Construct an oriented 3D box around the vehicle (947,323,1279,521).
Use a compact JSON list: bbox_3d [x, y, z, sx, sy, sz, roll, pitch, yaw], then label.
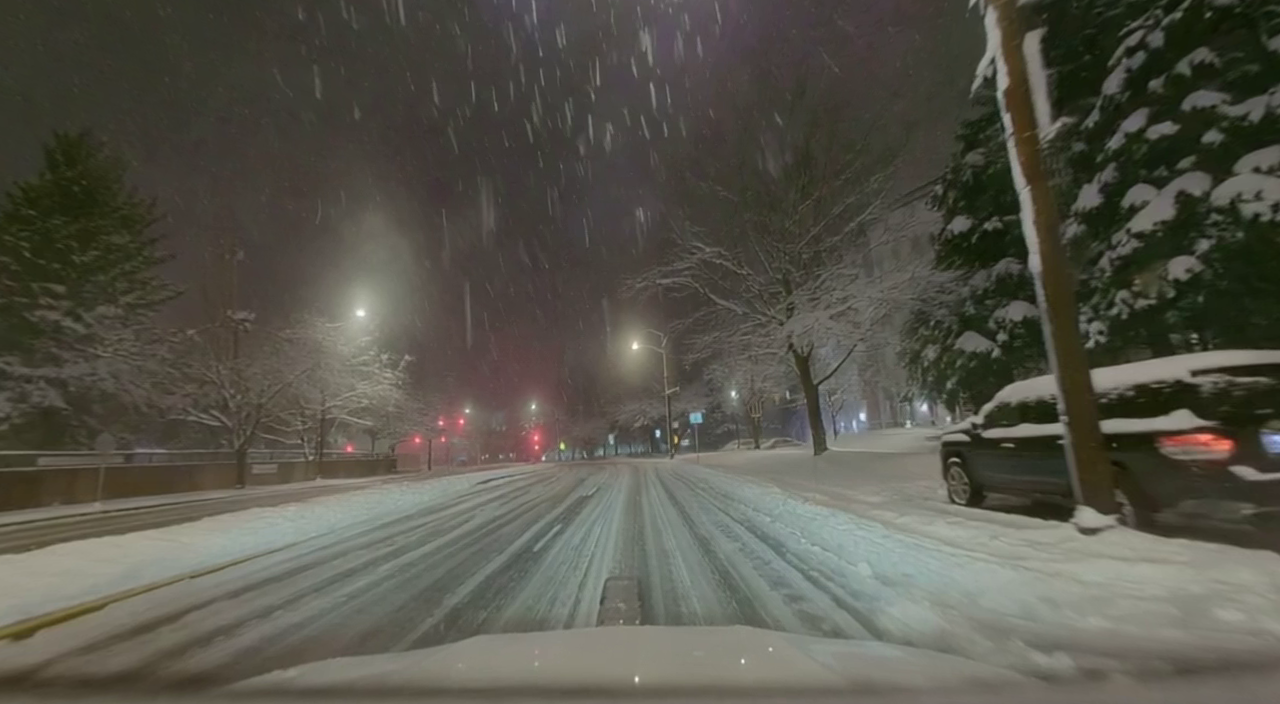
[{"bbox_3d":[7.521,1.059,8.872,2.530,2.076,5.768,2,-9,-14],"label":"vehicle"}]
